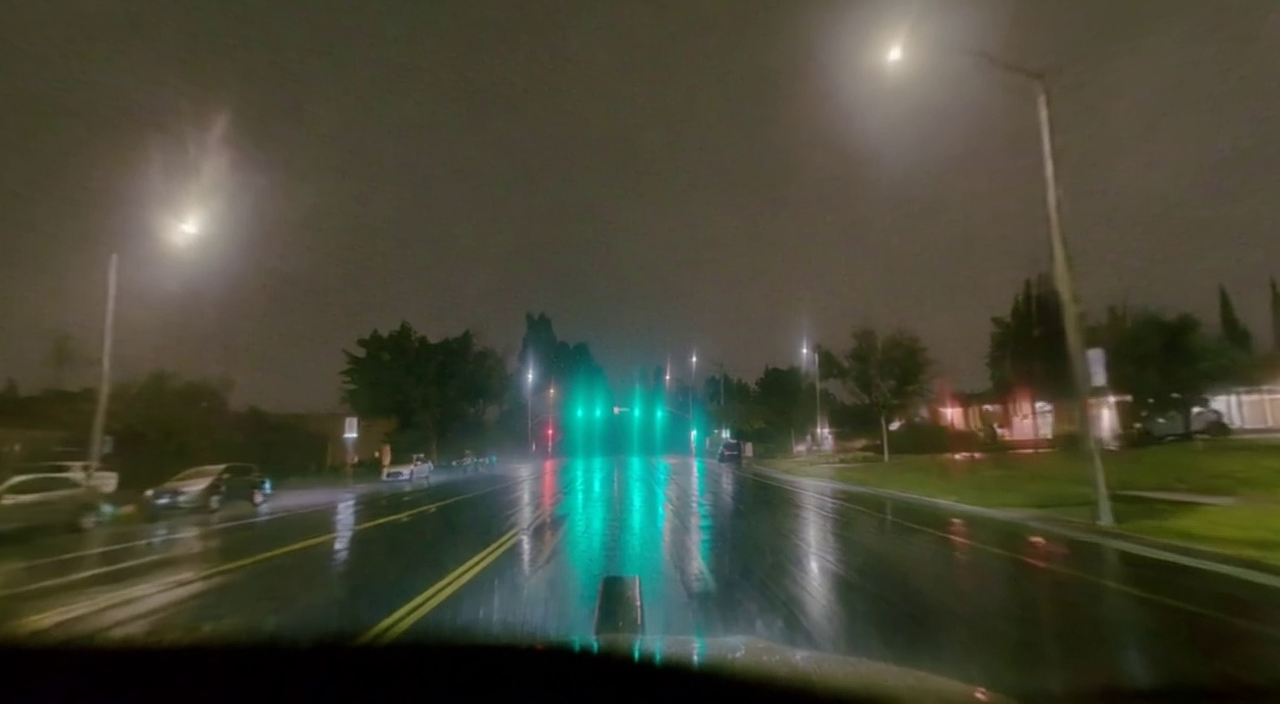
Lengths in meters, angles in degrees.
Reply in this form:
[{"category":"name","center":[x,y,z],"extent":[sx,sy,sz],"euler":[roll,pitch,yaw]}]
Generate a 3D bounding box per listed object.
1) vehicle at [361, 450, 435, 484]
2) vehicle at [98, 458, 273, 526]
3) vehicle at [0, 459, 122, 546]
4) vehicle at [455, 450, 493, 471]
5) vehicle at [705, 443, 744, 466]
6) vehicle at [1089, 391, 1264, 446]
[{"category":"vehicle","center":[-12.713,6.054,33.582],"extent":[2.078,1.618,4.650],"euler":[0,-8,0]},{"category":"vehicle","center":[-12.771,3.909,18.193],"extent":[1.909,1.477,4.345],"euler":[-3,-8,-1]},{"category":"vehicle","center":[-12.679,2.958,12.261],"extent":[1.828,1.510,4.149],"euler":[-4,-8,-1]},{"category":"vehicle","center":[-12.724,8.349,48.755],"extent":[1.812,1.454,4.351],"euler":[0,-8,-1]},{"category":"vehicle","center":[5.666,6.928,42.827],"extent":[1.875,1.466,4.355],"euler":[0,-8,-2]},{"category":"vehicle","center":[17.400,2.259,20.667],"extent":[1.726,1.620,3.938],"euler":[6,-11,-37]}]
